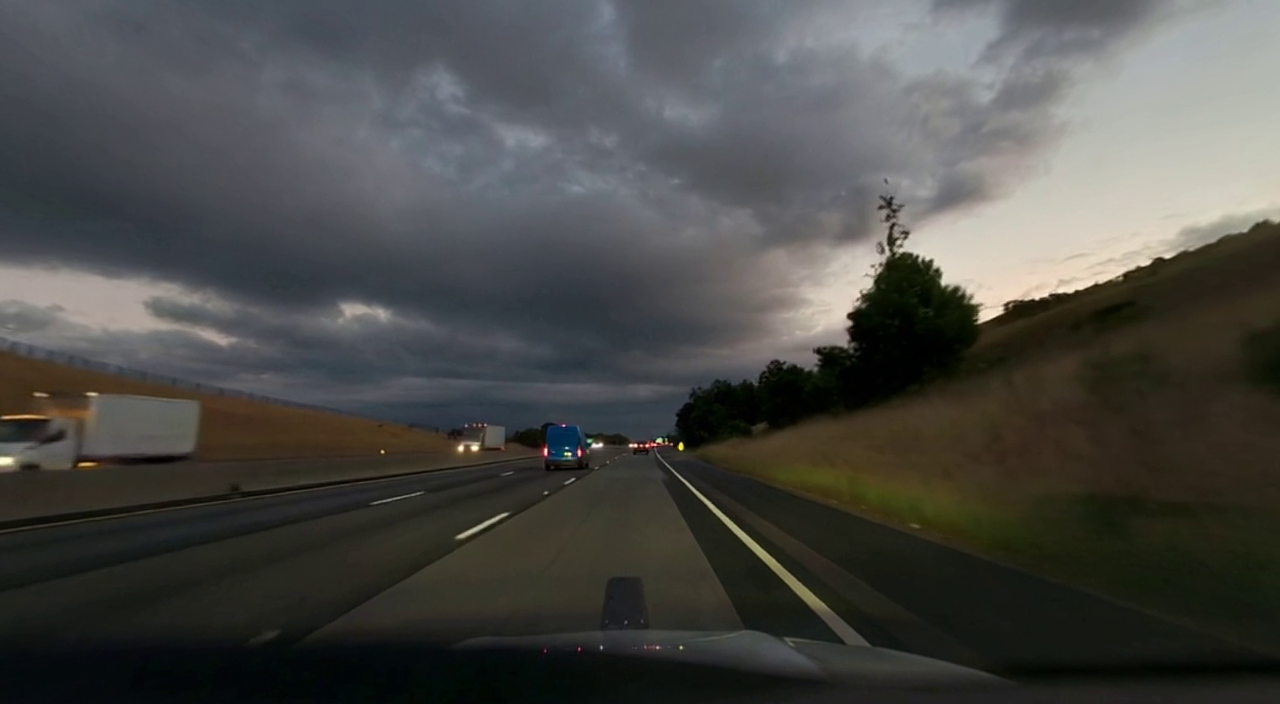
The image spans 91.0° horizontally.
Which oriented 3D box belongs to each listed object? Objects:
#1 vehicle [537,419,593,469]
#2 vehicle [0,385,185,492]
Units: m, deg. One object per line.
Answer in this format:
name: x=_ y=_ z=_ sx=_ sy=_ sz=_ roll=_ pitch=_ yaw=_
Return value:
vehicle: x=-3.952 y=4.981 z=34.012 sx=2.329 sy=2.483 sz=5.428 roll=0 pitch=-8 yaw=0
vehicle: x=-23.627 y=3.558 z=25.674 sx=2.972 sy=3.686 sz=9.345 roll=0 pitch=-8 yaw=1
